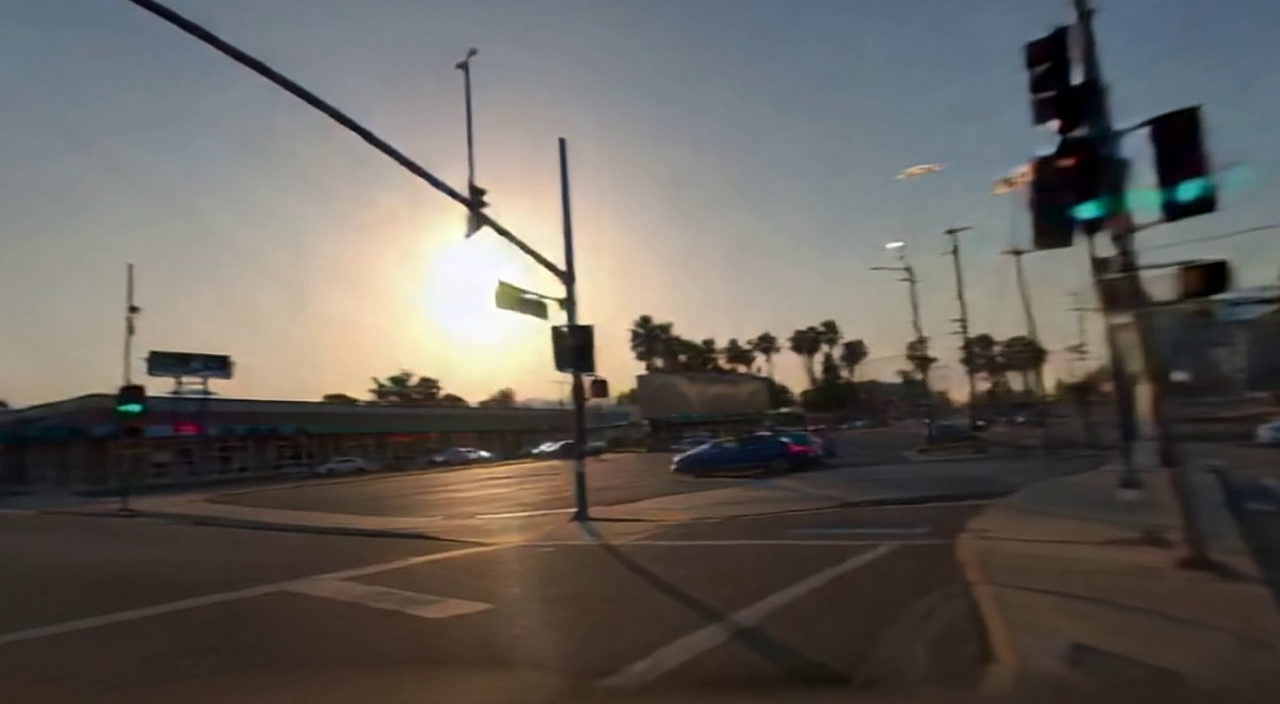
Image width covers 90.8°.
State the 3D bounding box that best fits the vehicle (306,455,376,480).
[{"bbox_3d":[-20.151,7.719,42.491,4.936,1.481,2.046,-6,-10,35],"label":"vehicle"}]

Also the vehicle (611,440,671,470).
[{"bbox_3d":[0.116,7.134,44.060,1.867,1.433,4.377,6,0,36],"label":"vehicle"}]

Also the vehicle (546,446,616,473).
[{"bbox_3d":[-3.529,6.503,38.593,1.997,1.459,4.199,-6,-10,36],"label":"vehicle"}]

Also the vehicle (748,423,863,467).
[{"bbox_3d":[6.995,3.960,27.065,2.068,1.569,4.286,0,-6,-37],"label":"vehicle"}]

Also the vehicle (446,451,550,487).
[{"bbox_3d":[-6.447,5.330,29.158,2.085,1.398,4.355,-6,-10,36],"label":"vehicle"}]

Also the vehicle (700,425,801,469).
[{"bbox_3d":[4.026,3.591,23.533,1.893,1.489,3.430,6,-12,-29],"label":"vehicle"}]

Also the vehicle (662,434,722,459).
[{"bbox_3d":[3.541,6.385,42.496,1.992,1.533,4.178,-7,-13,39],"label":"vehicle"}]
